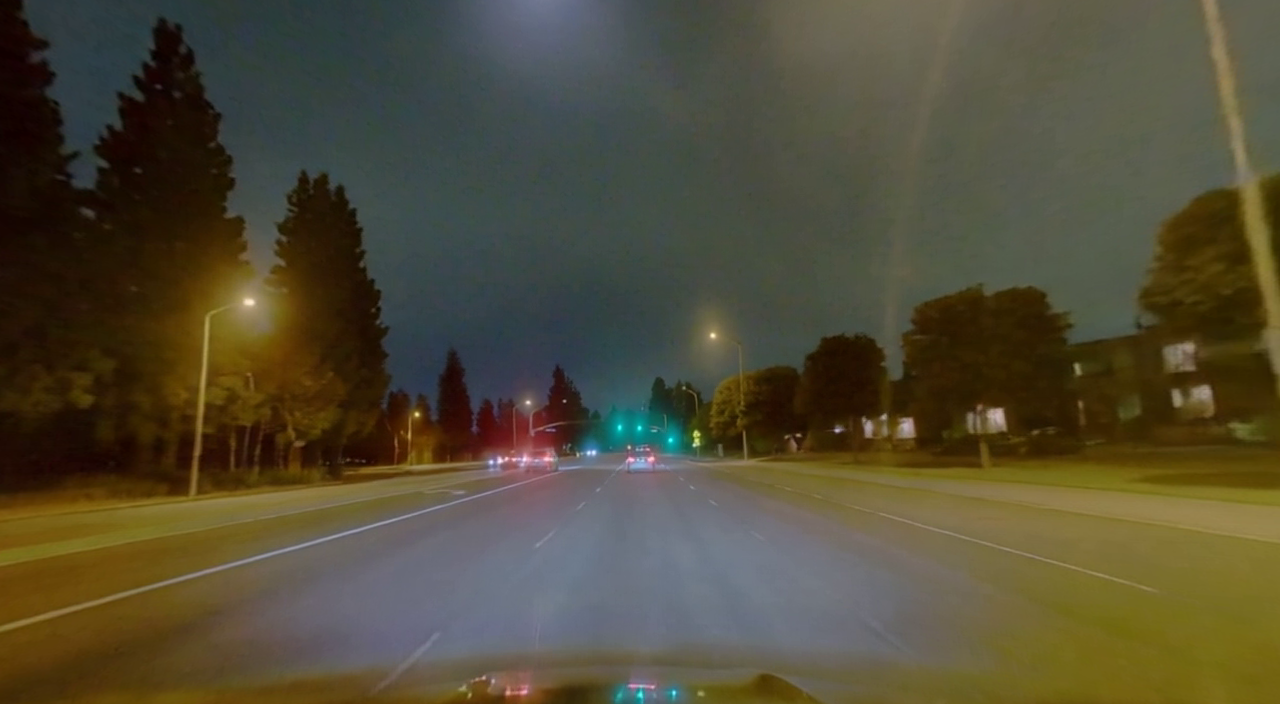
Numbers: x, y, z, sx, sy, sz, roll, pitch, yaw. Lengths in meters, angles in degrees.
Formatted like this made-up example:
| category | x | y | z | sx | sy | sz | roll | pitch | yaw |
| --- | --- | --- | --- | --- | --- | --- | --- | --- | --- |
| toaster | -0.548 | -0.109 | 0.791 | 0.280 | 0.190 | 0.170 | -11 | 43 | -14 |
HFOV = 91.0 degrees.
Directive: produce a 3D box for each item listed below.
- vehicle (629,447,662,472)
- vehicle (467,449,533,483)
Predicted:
| category | x | y | z | sx | sy | sz | roll | pitch | yaw |
| --- | --- | --- | --- | --- | --- | --- | --- | --- | --- |
| vehicle | 0.364 | 7.124 | 41.906 | 2.106 | 1.517 | 4.375 | 0 | -9 | 0 |
| vehicle | -6.457 | 5.316 | 29.583 | 2.014 | 1.472 | 4.357 | 0 | -9 | 2 |
